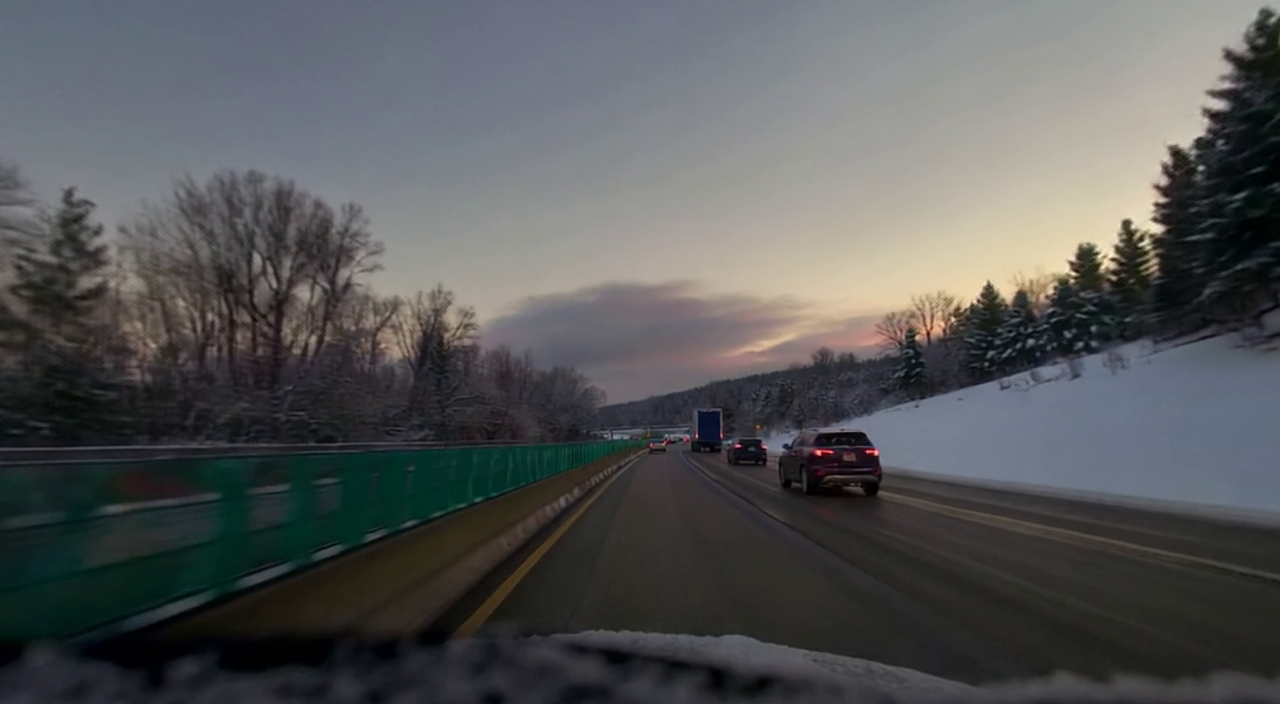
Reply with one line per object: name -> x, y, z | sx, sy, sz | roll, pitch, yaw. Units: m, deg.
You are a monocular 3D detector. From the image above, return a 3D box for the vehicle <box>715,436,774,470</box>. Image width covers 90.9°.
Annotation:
vehicle -> 4.863, 4.759, 29.849 | 2.000, 1.473, 4.440 | 0, -8, 0

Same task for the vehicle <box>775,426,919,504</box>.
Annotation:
vehicle -> 4.610, 2.573, 14.746 | 1.940, 1.539, 4.005 | 0, -8, -1
